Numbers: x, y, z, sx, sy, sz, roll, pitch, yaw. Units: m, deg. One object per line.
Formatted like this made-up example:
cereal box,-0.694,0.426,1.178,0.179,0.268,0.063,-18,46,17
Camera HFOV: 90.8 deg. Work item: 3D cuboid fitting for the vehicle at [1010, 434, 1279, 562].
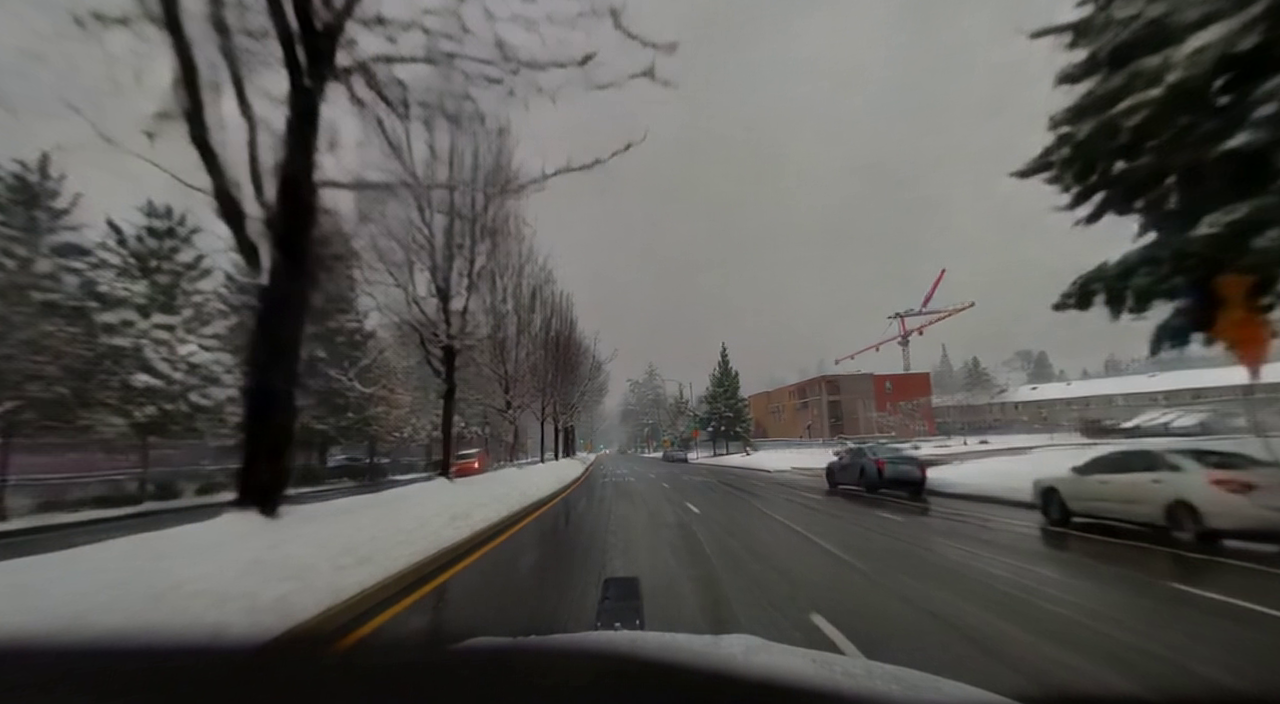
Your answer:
vehicle,8.171,2.104,9.773,1.974,1.472,4.654,2,-9,-2

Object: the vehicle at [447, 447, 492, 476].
vehicle,-12.470,8.041,46.577,2.127,1.984,4.545,-1,-9,-1

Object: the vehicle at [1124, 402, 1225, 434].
vehicle,32.561,4.093,38.661,1.829,1.713,4.519,-2,-8,-7

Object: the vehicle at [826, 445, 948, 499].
vehicle,8.093,3.951,21.224,1.977,1.540,4.307,3,-9,-7
